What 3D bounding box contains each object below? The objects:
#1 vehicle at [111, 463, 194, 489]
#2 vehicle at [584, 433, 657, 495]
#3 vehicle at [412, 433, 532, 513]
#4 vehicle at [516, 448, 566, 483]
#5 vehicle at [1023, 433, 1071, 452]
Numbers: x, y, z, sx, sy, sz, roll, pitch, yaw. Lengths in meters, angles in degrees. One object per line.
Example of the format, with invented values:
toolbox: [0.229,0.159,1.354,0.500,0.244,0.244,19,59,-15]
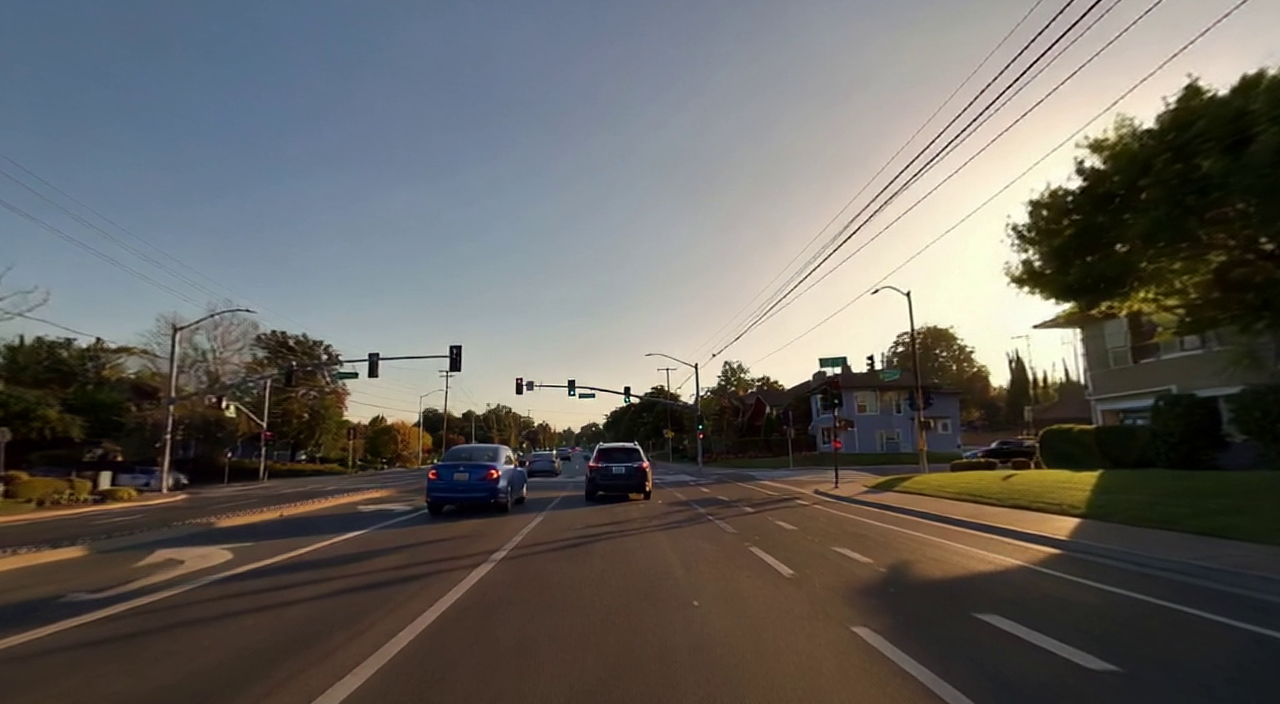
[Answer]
vehicle: [-35.413,8.957,45.916,4.533,1.738,2.151,-2,-9,10]
vehicle: [-0.654,3.670,21.060,2.155,1.836,4.250,0,-9,-2]
vehicle: [-3.933,2.890,15.546,1.899,1.685,4.121,0,-9,-1]
vehicle: [-4.471,5.166,29.080,1.863,1.449,4.153,1,-9,-3]
vehicle: [31.186,6.965,48.526,1.754,1.414,3.590,-1,-9,10]
